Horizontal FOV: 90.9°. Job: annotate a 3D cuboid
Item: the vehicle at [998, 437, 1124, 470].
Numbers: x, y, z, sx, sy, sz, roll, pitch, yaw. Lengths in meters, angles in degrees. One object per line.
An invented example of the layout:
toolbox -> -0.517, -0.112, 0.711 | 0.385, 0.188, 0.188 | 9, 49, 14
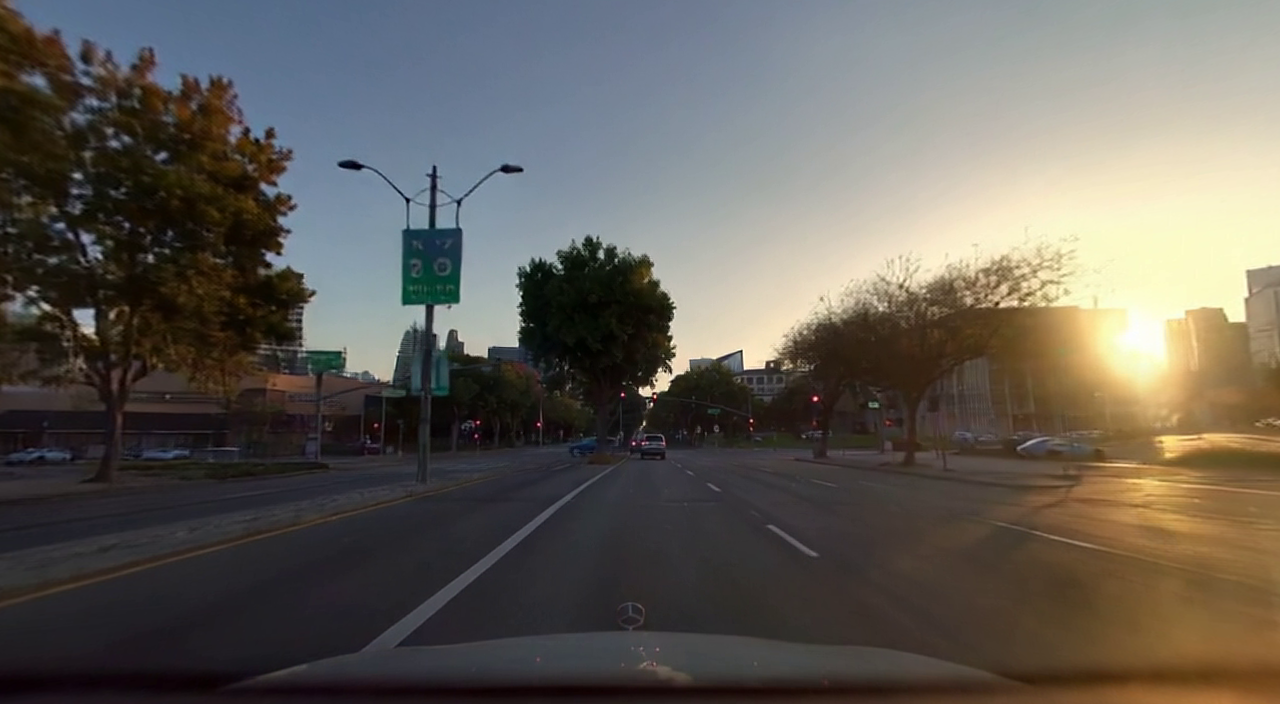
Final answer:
vehicle -> 19.854, 4.799, 29.842 | 4.479, 1.488, 2.038 | 0, -8, 0

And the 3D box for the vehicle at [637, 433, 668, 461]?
vehicle -> 0.824, 6.362, 42.379 | 1.994, 1.759, 4.186 | 0, -8, 1
